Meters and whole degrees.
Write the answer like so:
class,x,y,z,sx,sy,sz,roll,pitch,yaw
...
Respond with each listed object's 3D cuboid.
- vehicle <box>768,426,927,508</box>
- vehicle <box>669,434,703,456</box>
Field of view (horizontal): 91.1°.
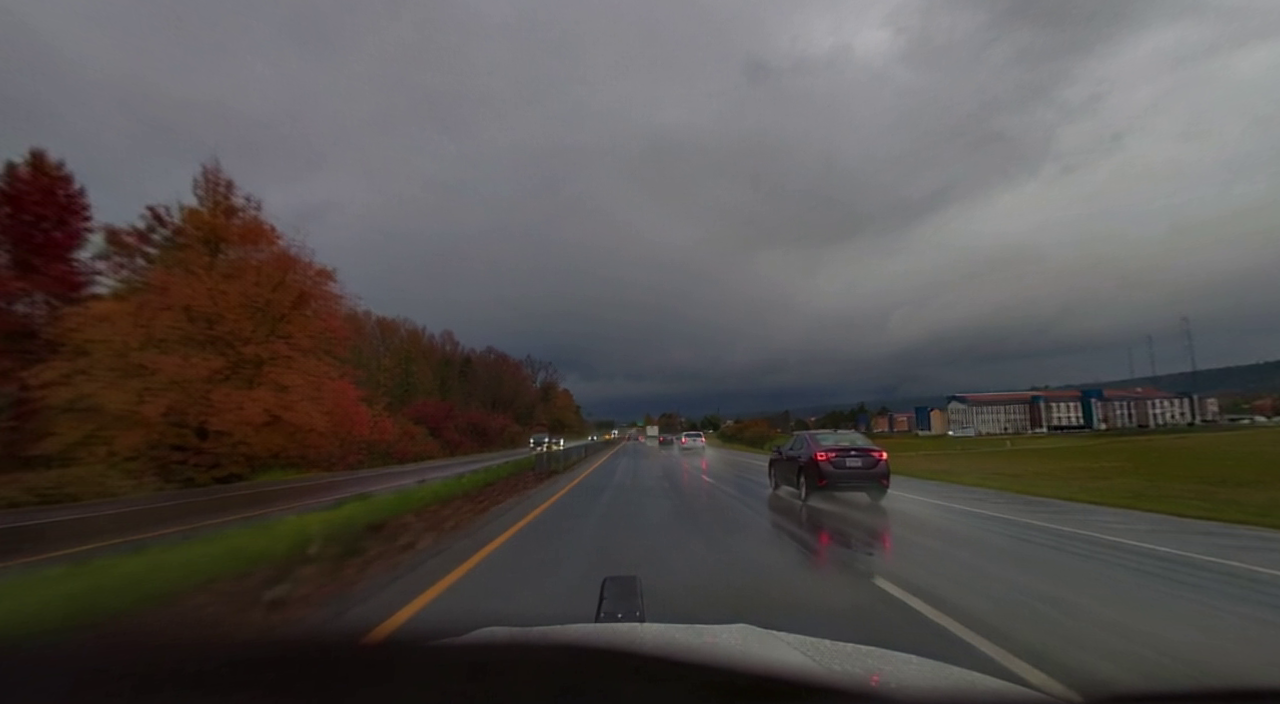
class,x,y,z,sx,sy,sz,roll,pitch,yaw
vehicle,4.350,2.463,13.974,2.024,1.516,4.197,0,-8,-1
vehicle,3.255,6.679,45.170,2.057,1.540,4.158,0,-8,-1
